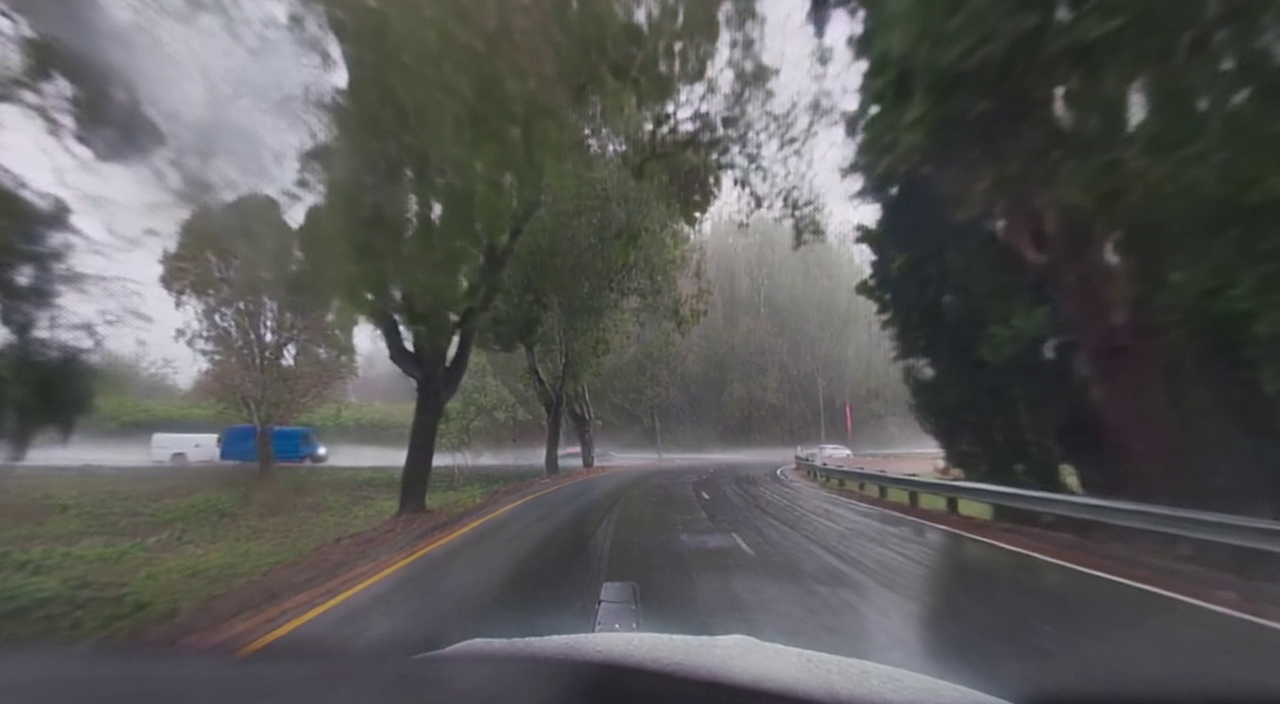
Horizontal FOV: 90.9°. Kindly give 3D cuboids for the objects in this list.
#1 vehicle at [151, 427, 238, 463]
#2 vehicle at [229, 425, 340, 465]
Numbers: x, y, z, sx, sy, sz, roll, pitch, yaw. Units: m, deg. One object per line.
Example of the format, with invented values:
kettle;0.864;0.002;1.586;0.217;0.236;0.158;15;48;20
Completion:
vehicle;-33.677;7.050;47.802;4.784;2.535;2.203;1;-10;-19
vehicle;-27.842;7.306;49.735;7.155;2.942;2.420;3;-8;-20
